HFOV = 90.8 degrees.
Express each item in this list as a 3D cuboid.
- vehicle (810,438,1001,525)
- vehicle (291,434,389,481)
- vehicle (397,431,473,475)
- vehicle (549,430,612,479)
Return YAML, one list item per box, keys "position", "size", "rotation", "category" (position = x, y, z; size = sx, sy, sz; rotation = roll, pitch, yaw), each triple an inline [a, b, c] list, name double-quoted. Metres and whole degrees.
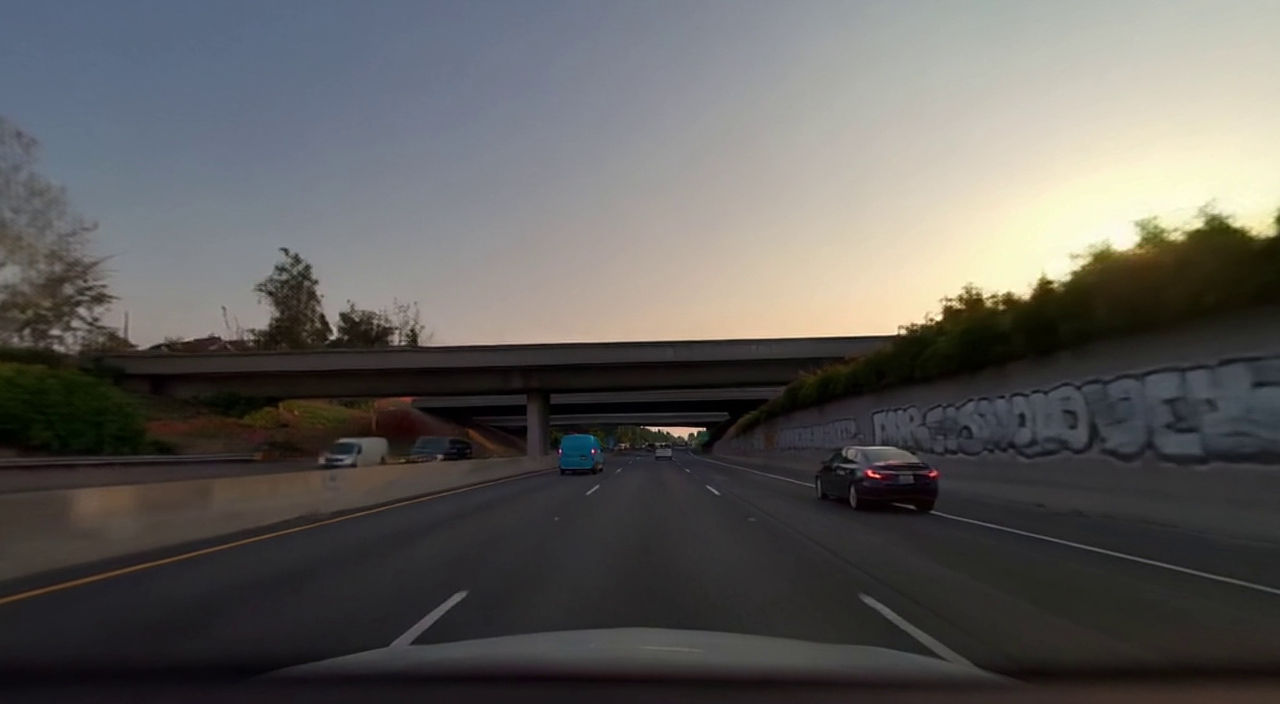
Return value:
- position: [5.238, 2.592, 13.284]
  size: [1.972, 1.492, 4.623]
  rotation: [0, -8, 0]
  category: "vehicle"
- position: [-16.173, 5.722, 34.484]
  size: [2.368, 2.331, 5.666]
  rotation: [0, -8, 2]
  category: "vehicle"
- position: [-11.711, 5.842, 36.611]
  size: [2.321, 2.316, 5.836]
  rotation: [0, -8, 1]
  category: "vehicle"
- position: [-2.566, 4.643, 28.814]
  size: [2.310, 2.030, 5.094]
  rotation: [0, -8, 1]
  category: "vehicle"
